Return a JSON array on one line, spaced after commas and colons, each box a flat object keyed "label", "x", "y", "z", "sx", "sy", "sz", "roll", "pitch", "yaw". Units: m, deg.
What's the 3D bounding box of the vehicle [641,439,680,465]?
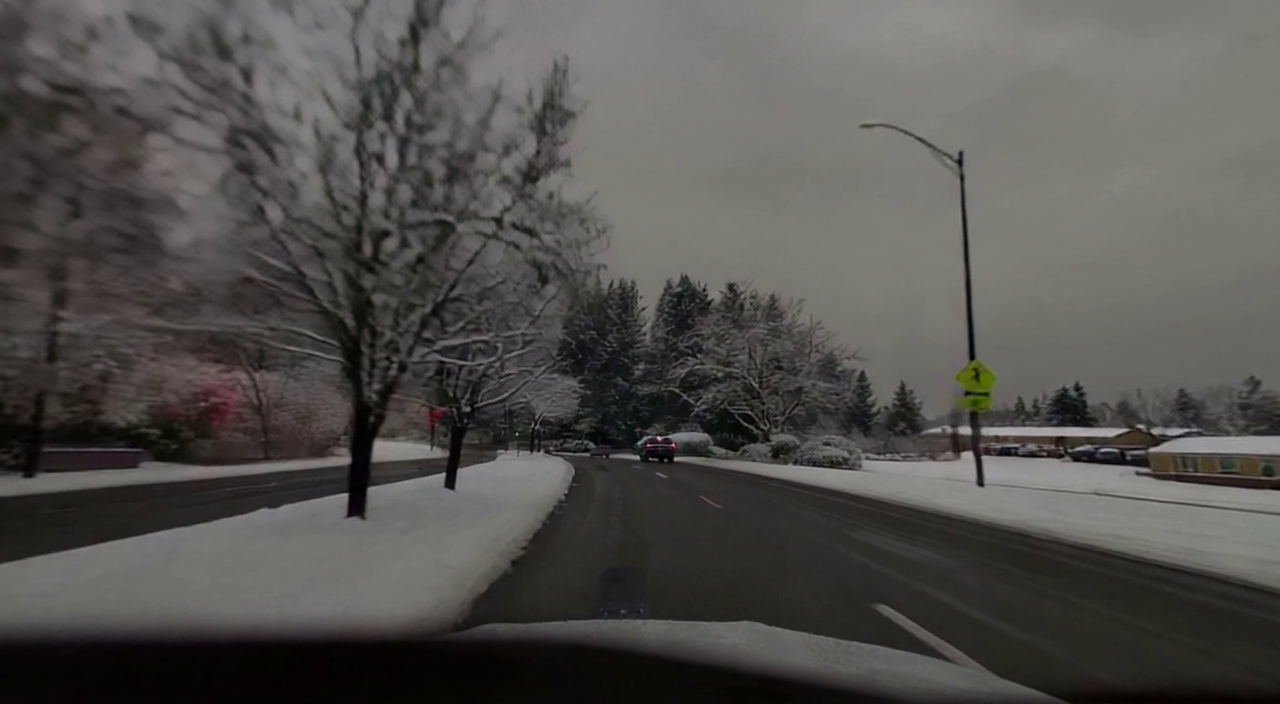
[{"label": "vehicle", "x": 1.489, "y": 7.522, "z": 47.489, "sx": 2.166, "sy": 1.828, "sz": 4.607, "roll": 1, "pitch": -9, "yaw": -9}]
